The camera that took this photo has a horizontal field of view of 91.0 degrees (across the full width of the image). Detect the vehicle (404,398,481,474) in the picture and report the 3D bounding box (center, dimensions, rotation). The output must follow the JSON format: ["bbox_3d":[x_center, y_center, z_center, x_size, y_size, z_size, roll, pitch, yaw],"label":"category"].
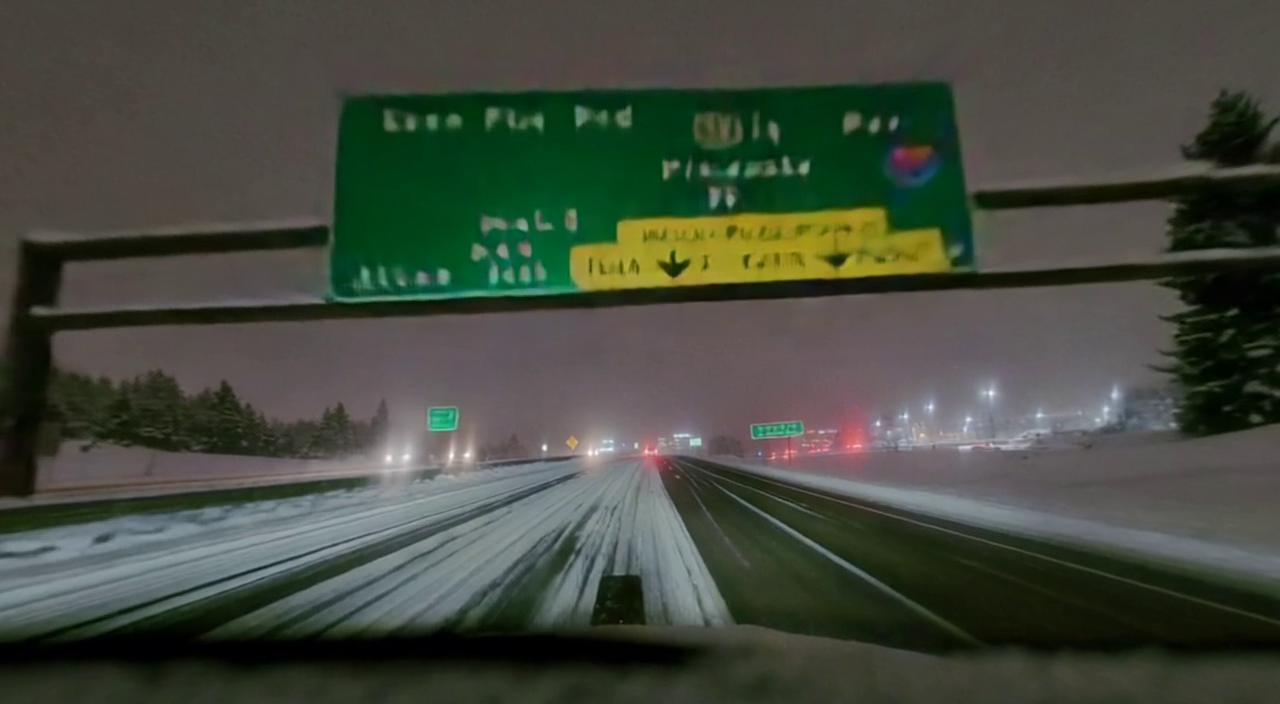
[{"bbox_3d":[-10.814,4.688,34.872,2.818,3.939,3.780,0,-9,1],"label":"vehicle"}]
